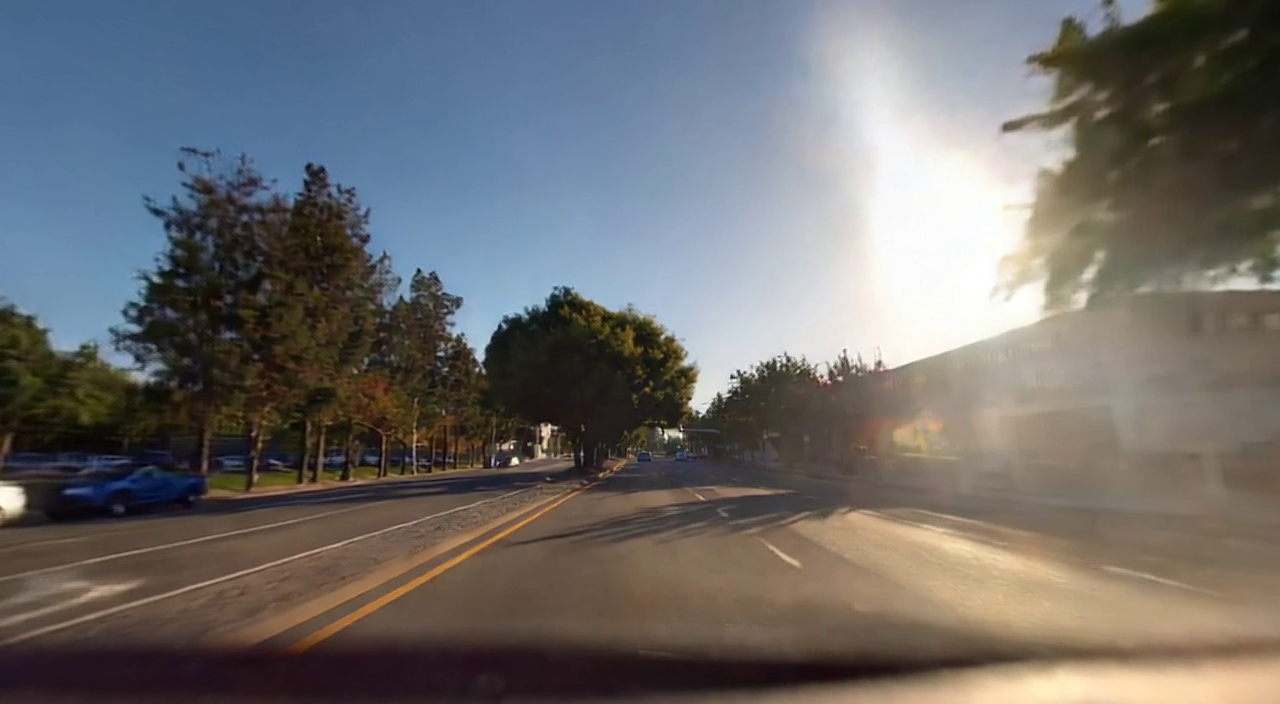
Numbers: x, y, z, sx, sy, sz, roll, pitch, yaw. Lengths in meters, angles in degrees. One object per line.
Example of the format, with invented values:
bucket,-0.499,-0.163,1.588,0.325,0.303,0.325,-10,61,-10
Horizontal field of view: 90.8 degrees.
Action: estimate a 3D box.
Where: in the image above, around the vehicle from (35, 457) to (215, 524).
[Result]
vehicle,-16.886,4.506,21.153,1.993,1.887,4.722,-1,-9,0
